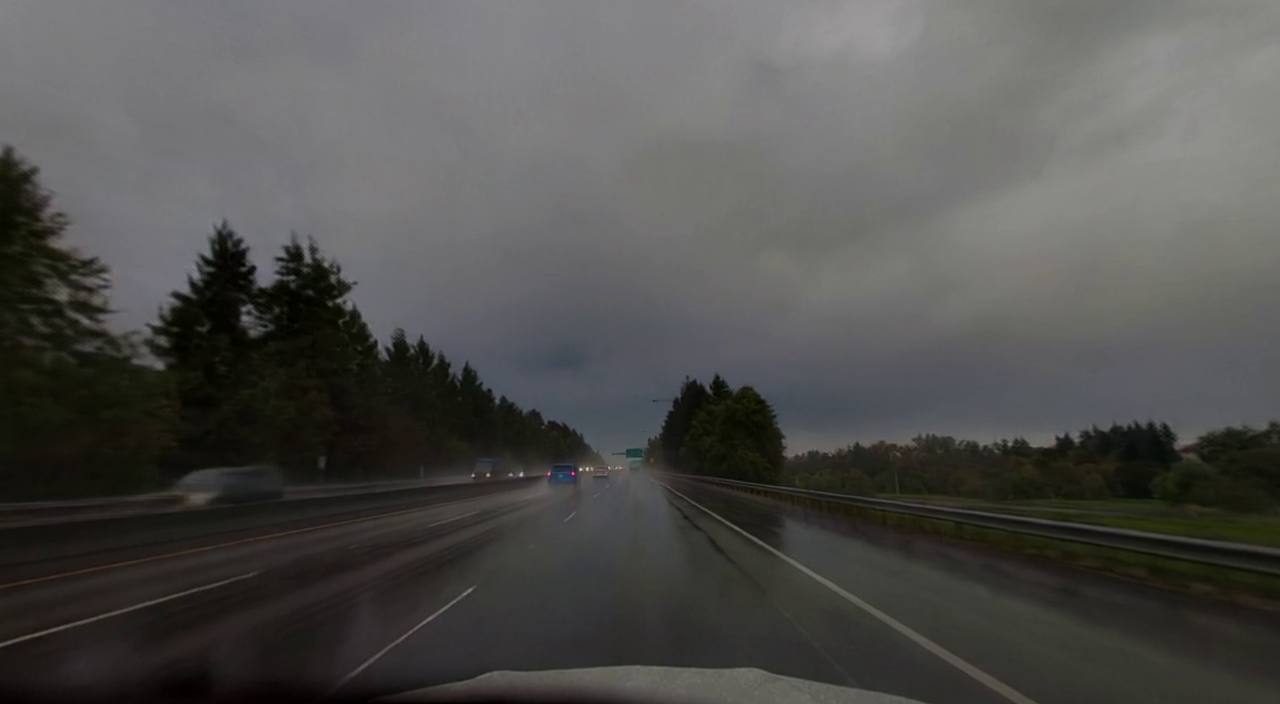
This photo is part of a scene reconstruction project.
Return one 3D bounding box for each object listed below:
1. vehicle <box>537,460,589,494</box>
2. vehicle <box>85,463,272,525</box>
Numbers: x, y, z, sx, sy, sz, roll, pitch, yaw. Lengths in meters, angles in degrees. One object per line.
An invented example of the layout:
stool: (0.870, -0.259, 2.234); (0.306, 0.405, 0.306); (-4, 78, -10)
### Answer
vehicle: (-3.829, 6.359, 32.182); (2.068, 1.592, 4.479); (1, -10, 0)
vehicle: (-13.037, 4.020, 18.264); (1.942, 1.515, 4.576); (1, -10, 0)
